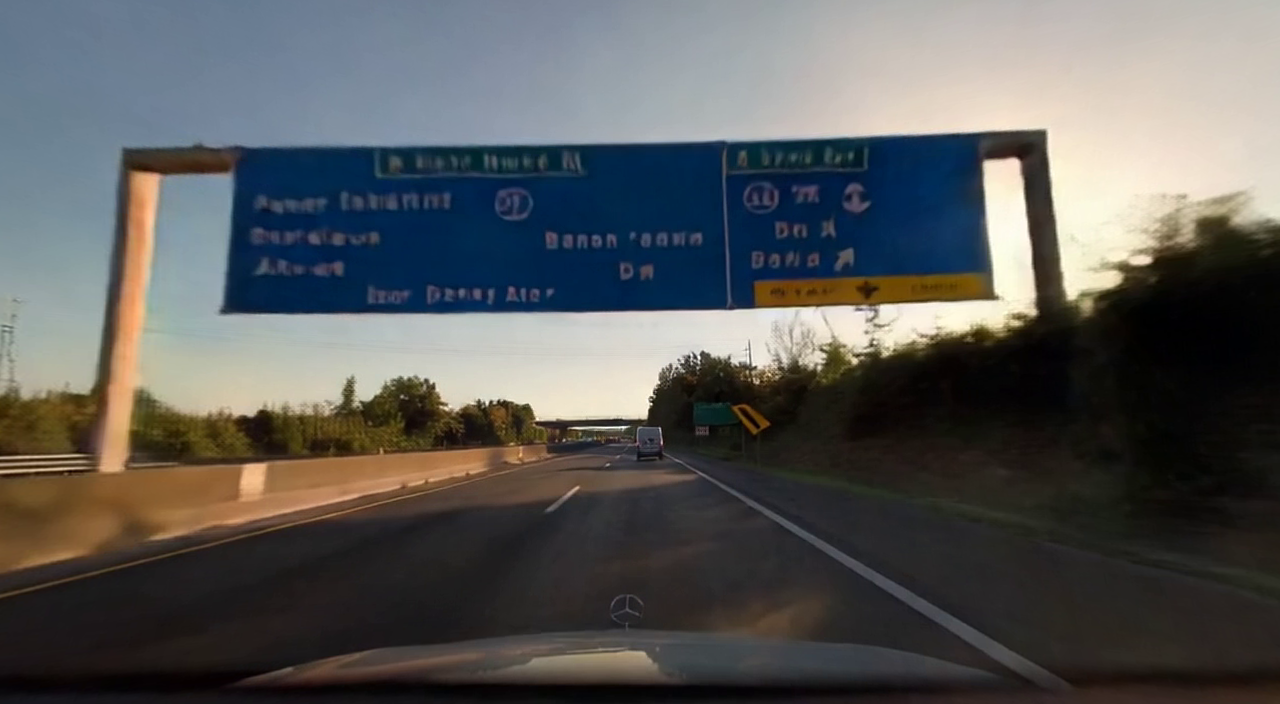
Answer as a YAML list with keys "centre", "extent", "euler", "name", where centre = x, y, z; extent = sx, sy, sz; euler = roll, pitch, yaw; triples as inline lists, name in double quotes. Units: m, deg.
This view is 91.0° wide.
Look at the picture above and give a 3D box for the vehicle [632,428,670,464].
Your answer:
- centre: [0.695, 5.931, 39.735]
  extent: [2.277, 2.109, 4.922]
  euler: [0, -8, 1]
  name: "vehicle"
